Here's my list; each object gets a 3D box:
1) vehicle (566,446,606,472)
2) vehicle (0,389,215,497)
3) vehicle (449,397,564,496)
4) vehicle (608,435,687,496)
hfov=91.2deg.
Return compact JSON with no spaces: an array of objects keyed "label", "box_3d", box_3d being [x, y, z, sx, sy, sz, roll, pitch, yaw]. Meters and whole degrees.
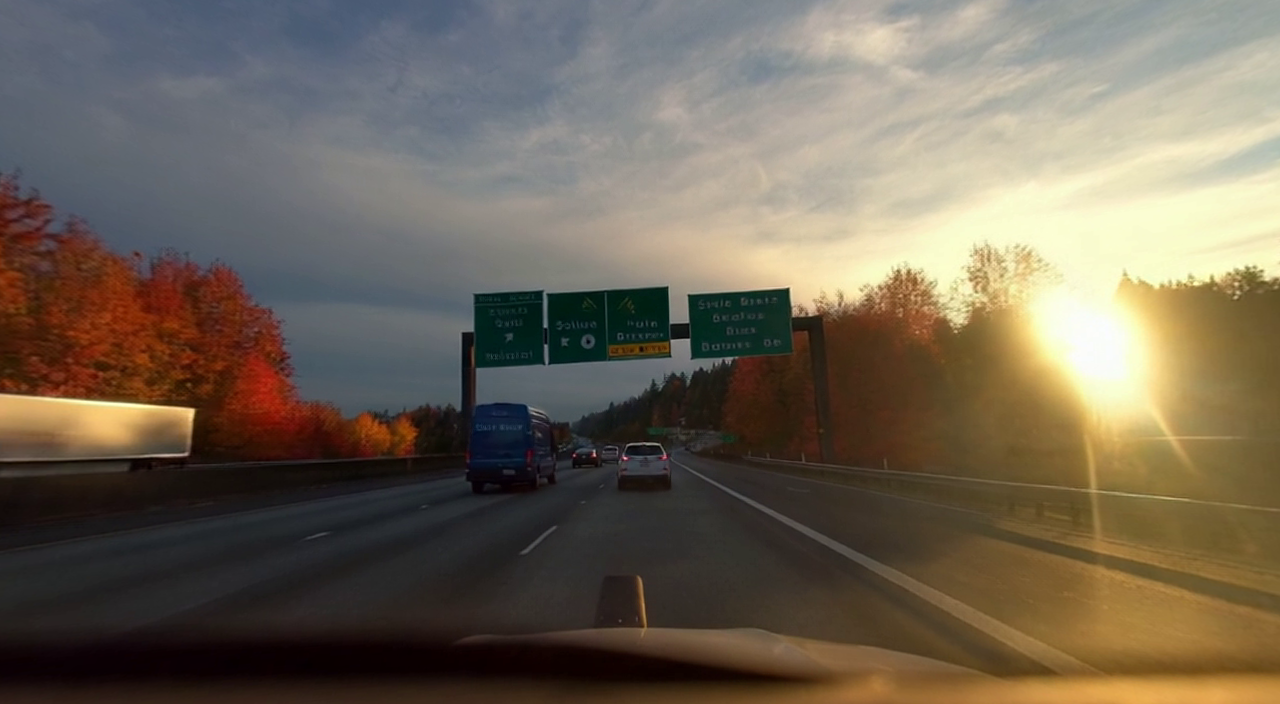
[{"label":"vehicle","box_3d":[-3.319,6.682,39.230,2.015,1.496,4.312,0,-9,1]},{"label":"vehicle","box_3d":[-25.614,4.092,28.134,2.906,4.059,14.158,0,-8,1]},{"label":"vehicle","box_3d":[-4.015,3.031,20.125,2.275,2.692,5.810,0,-9,1]},{"label":"vehicle","box_3d":[0.265,3.484,19.559,2.195,1.679,4.070,-1,-9,1]}]
